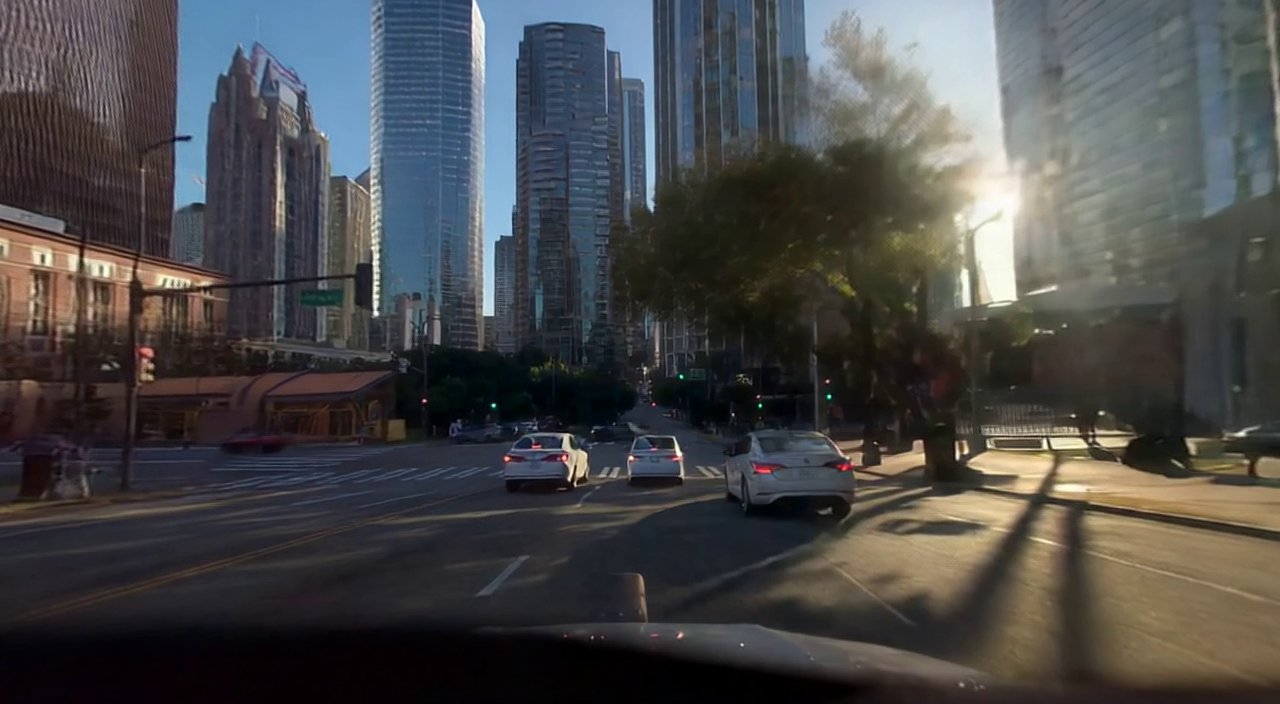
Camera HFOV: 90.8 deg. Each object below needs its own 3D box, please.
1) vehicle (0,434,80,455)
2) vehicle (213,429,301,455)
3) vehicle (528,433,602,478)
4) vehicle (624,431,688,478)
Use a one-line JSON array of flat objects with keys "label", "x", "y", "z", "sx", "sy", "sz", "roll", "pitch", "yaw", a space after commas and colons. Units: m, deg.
[{"label": "vehicle", "x": -46.526, "y": 7.153, "z": 48.846, "sx": 4.314, "sy": 1.571, "sz": 1.846, "roll": 1, "pitch": -9, "yaw": -9}, {"label": "vehicle", "x": -27.562, "y": 6.508, "z": 45.661, "sx": 4.964, "sy": 1.789, "sz": 1.941, "roll": 2, "pitch": -9, "yaw": -11}, {"label": "vehicle", "x": -2.609, "y": 3.738, "z": 23.105, "sx": 1.995, "sy": 1.479, "sz": 4.627, "roll": 0, "pitch": -8, "yaw": 2}, {"label": "vehicle", "x": 0.539, "y": 3.532, "z": 21.963, "sx": 2.016, "sy": 1.478, "sz": 3.795, "roll": 0, "pitch": -8, "yaw": 1}]
